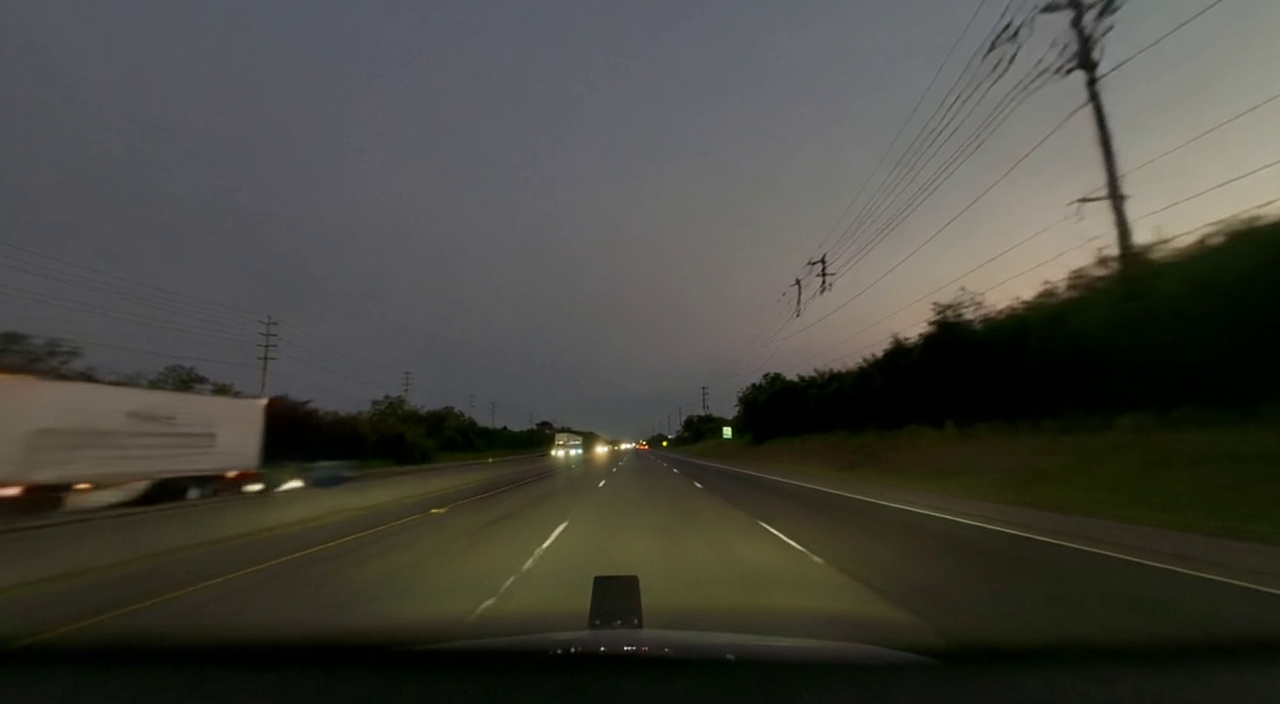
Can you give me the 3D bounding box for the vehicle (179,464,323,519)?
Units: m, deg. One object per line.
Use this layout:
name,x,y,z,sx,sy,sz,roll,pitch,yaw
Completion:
vehicle,-12.024,4.305,19.757,2.053,1.445,3.969,0,-9,-1

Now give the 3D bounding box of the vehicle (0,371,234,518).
vehicle,-19.584,3.061,20.541,3.123,4.065,14.086,0,-9,0
